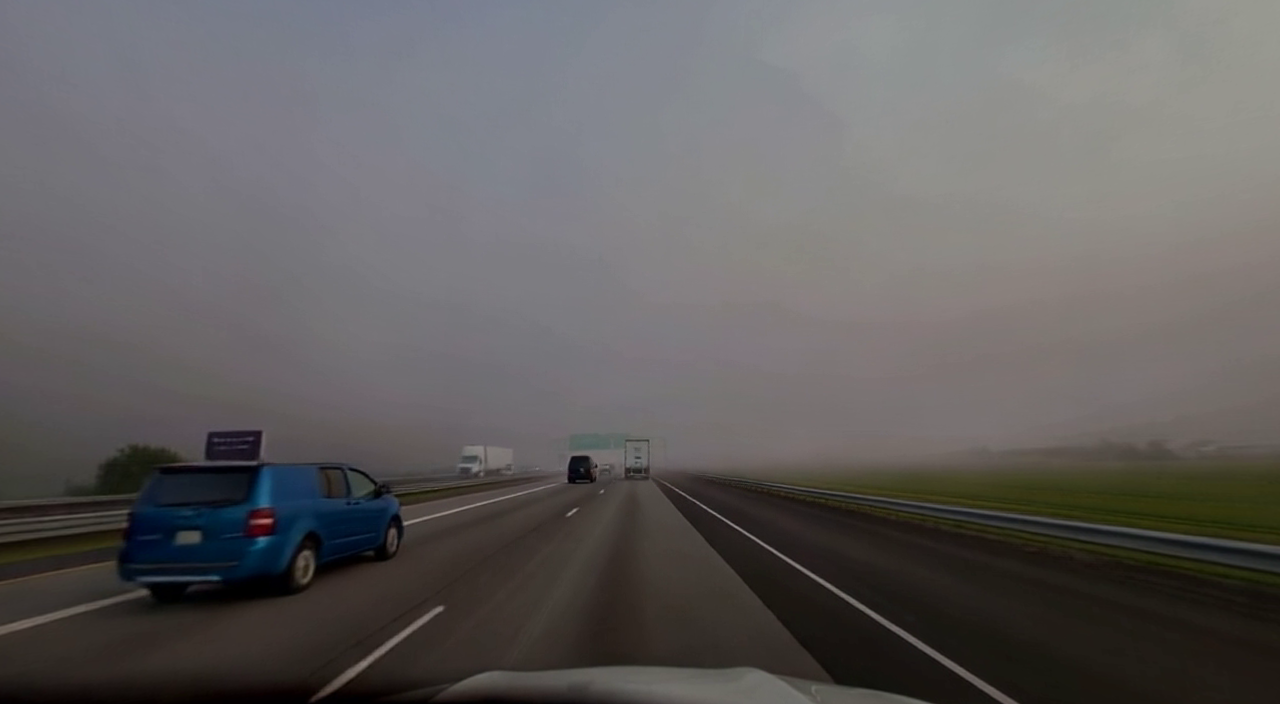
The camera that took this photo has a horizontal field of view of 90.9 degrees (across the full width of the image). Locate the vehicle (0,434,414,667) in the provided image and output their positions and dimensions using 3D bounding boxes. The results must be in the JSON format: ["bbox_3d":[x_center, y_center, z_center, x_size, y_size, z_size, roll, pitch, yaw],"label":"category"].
[{"bbox_3d":[-4.223,1.697,6.421,2.090,1.462,4.603,1,-10,0],"label":"vehicle"}]

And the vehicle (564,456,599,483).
[{"bbox_3d":[-4.395,9.007,48.378,2.208,1.973,4.716,1,-10,0],"label":"vehicle"}]
